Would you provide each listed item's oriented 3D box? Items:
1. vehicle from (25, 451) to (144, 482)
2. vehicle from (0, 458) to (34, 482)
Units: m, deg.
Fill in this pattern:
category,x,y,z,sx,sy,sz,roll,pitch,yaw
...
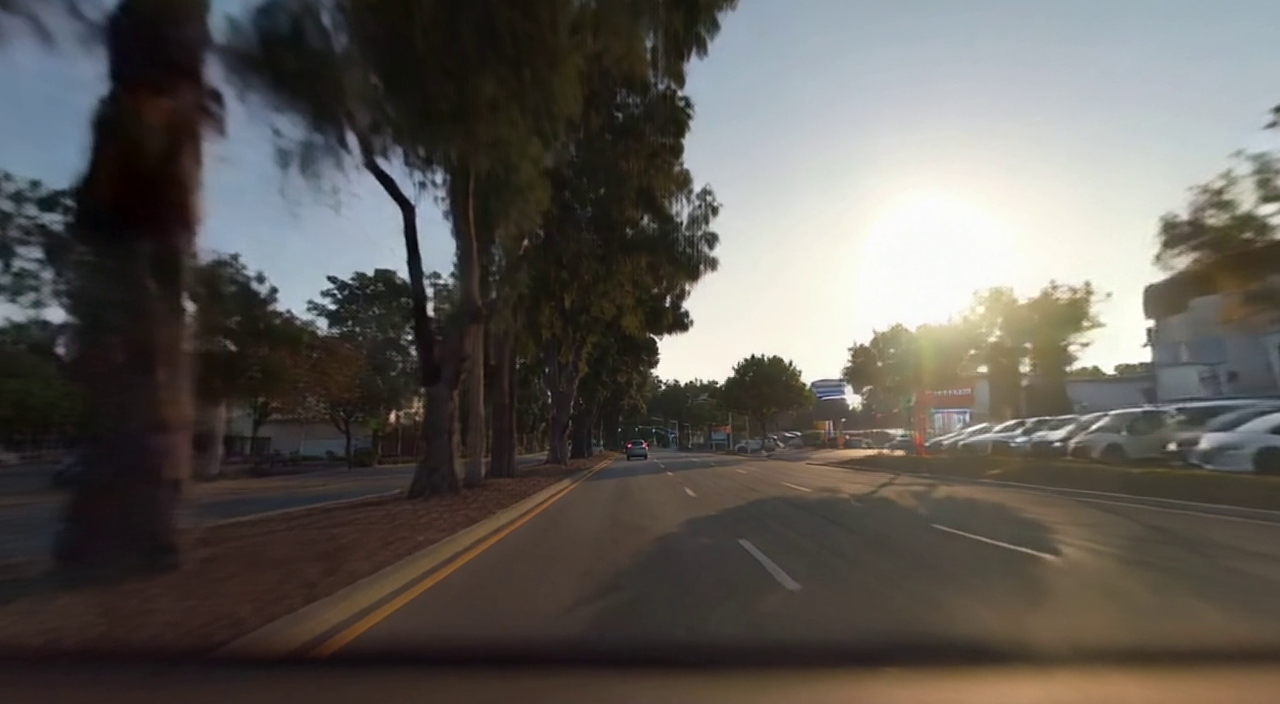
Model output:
category,x,y,z,sx,sy,sz,roll,pitch,yaw
vehicle,-29.690,6.101,33.888,4.408,1.568,2.052,0,-9,0
vehicle,-41.721,7.780,41.578,4.398,1.444,2.145,-10,-12,40
